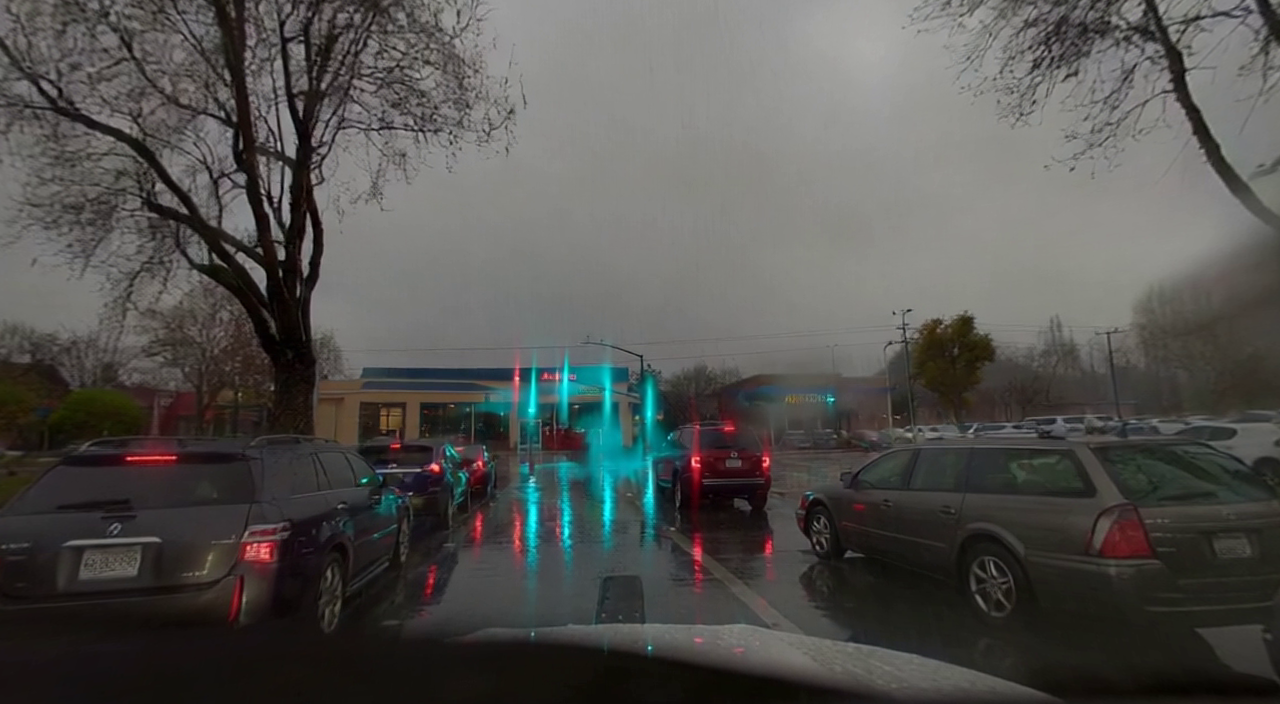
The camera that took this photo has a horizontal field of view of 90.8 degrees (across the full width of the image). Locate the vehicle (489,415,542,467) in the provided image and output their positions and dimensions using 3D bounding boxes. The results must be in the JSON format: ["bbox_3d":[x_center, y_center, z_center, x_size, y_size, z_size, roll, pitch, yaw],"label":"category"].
[{"bbox_3d":[-8.485,6.216,43.930,2.820,3.263,7.986,1,-8,-6],"label":"vehicle"}]

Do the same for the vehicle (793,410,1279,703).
[{"bbox_3d":[3.155,1.401,5.624,1.904,1.494,4.864,1,-8,-6],"label":"vehicle"}]

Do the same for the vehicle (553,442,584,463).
[{"bbox_3d":[-5.274,7.359,46.508,2.095,1.473,4.301,1,-8,-7],"label":"vehicle"}]

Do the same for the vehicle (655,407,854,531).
[{"bbox_3d":[1.902,2.254,12.842,2.324,1.907,5.634,1,-8,-7],"label":"vehicle"}]

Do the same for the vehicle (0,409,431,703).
[{"bbox_3d":[-2.894,1.339,5.109,1.968,1.497,4.286,2,-9,-15],"label":"vehicle"}]

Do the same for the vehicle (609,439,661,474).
[{"bbox_3d":[-0.317,4.789,29.179,1.910,1.493,4.490,1,-8,-7],"label":"vehicle"}]
